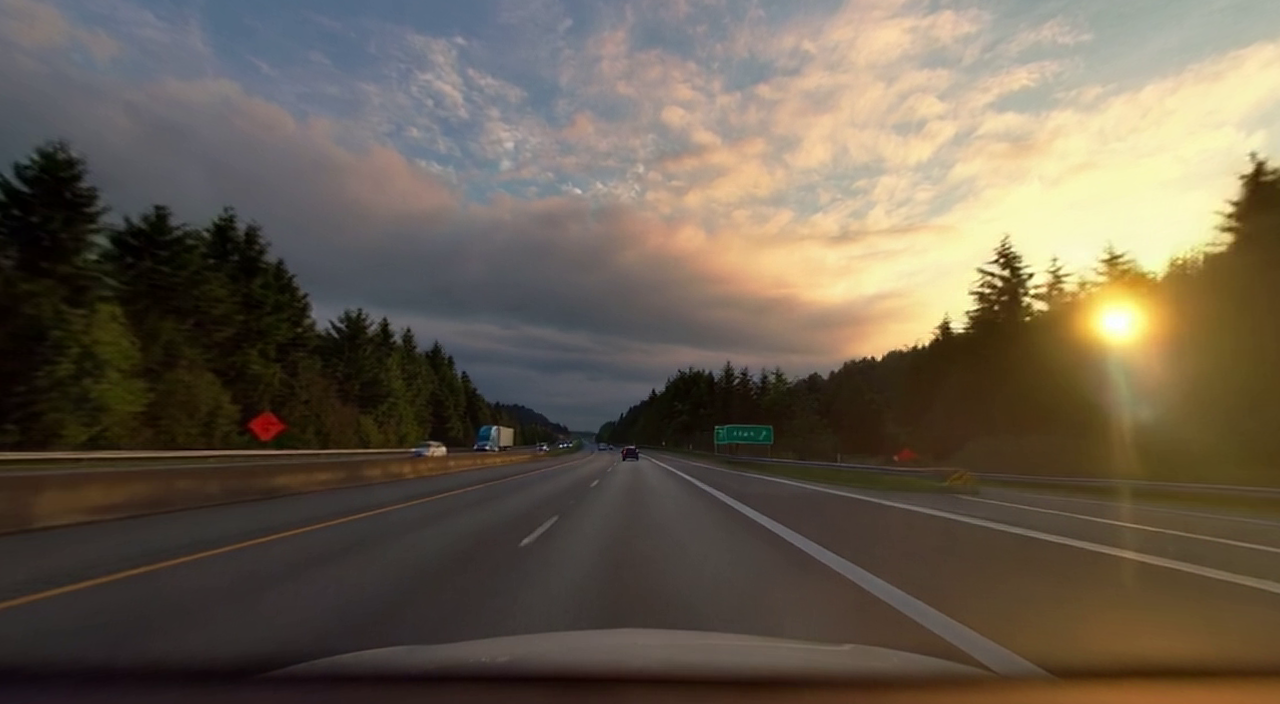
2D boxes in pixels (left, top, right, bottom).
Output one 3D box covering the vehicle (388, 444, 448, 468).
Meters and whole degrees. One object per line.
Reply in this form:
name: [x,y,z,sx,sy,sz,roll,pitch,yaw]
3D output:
vehicle: [-14.026,6.573,40.065,2.181,1.415,4.576,0,-9,-1]
